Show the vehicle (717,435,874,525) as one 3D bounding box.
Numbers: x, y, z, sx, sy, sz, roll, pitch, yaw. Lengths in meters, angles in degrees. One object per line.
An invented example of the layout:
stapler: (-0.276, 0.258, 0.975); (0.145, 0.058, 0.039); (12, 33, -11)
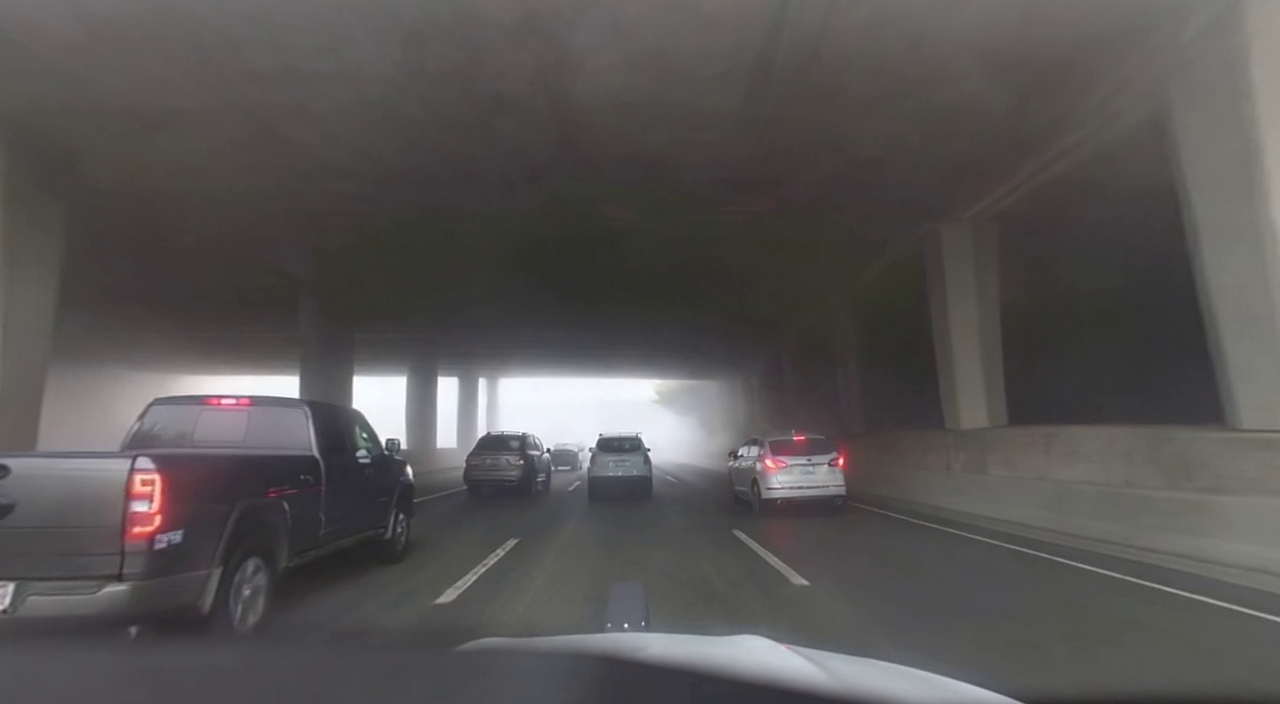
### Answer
vehicle: (3.336, 2.876, 14.916); (2.234, 1.720, 5.378); (0, -8, -1)

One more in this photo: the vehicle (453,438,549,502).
vehicle: (-4.066, 3.497, 19.143); (2.127, 1.720, 4.064); (0, -8, -2)

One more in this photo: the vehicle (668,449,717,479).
vehicle: (2.742, 5.977, 33.790); (2.026, 1.457, 3.969); (1, -9, -4)

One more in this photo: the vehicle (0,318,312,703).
vehicle: (-3.608, 0.789, 2.581); (2.074, 1.814, 4.596); (0, -8, -1)

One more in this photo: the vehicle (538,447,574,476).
vehicle: (-4.982, 6.525, 37.823); (1.829, 1.614, 3.611); (0, -9, -3)

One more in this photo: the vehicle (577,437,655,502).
vehicle: (-0.718, 3.488, 19.072); (2.097, 1.748, 3.794); (0, -9, -2)
